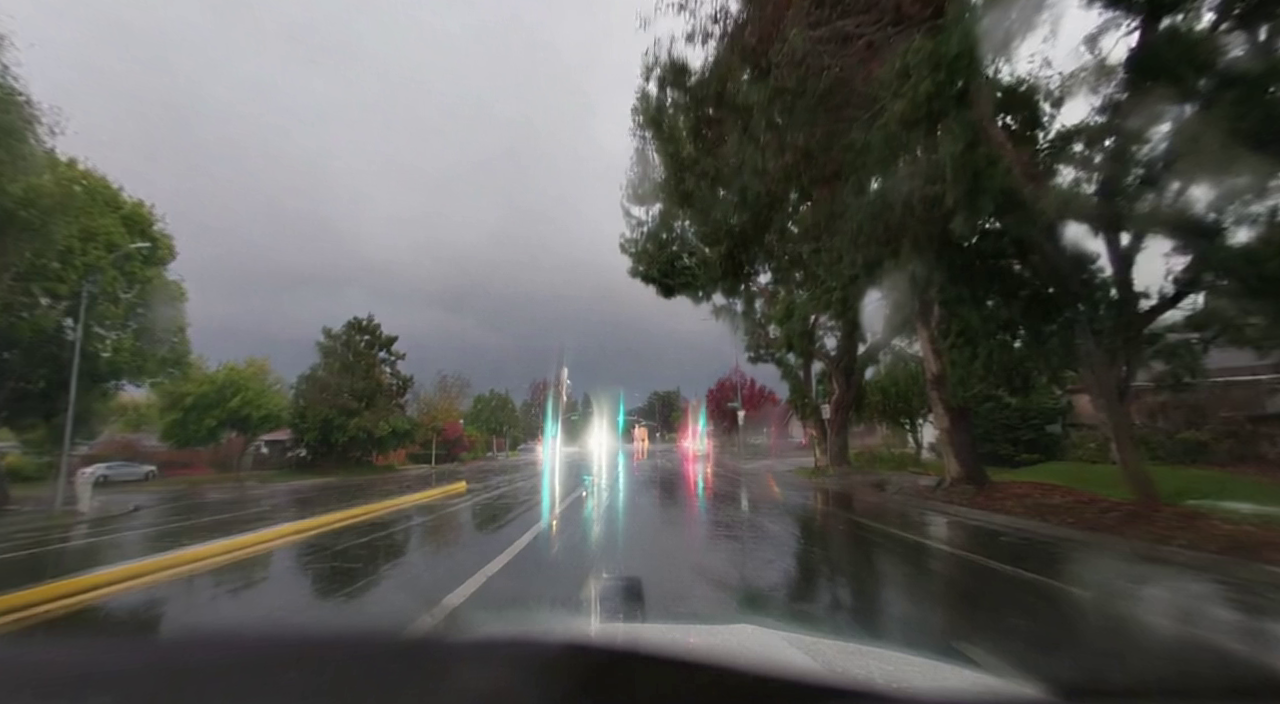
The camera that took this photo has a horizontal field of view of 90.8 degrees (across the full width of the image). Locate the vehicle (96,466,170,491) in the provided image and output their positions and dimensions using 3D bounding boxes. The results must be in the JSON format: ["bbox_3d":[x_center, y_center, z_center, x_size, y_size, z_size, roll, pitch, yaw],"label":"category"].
[{"bbox_3d":[-33.130,8.242,41.392,1.713,1.466,3.614,-1,-9,2],"label":"vehicle"}]

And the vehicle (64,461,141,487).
[{"bbox_3d":[-35.685,8.108,42.064,1.779,1.526,3.705,0,-8,1],"label":"vehicle"}]
